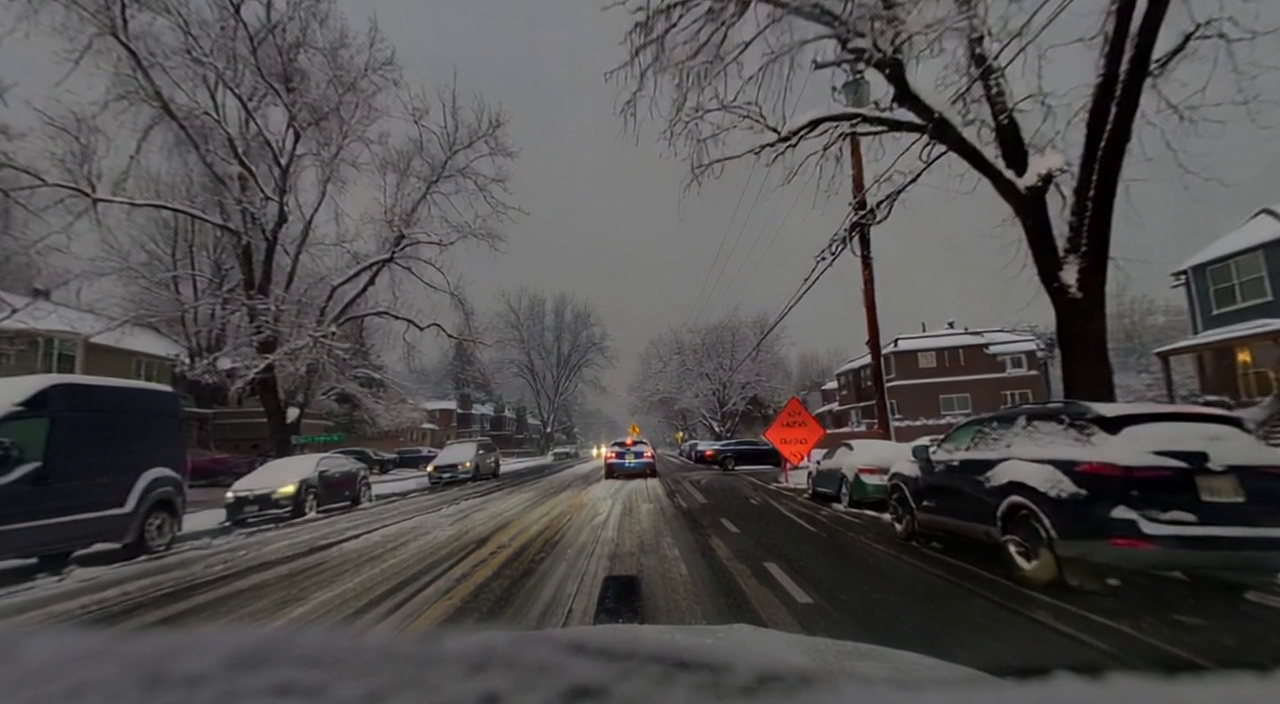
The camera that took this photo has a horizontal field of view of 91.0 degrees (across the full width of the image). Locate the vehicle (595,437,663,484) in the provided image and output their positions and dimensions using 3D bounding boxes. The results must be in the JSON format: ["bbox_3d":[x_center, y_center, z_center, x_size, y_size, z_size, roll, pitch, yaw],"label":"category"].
[{"bbox_3d":[-0.317,3.767,22.130,2.151,1.481,4.084,0,-8,1],"label":"vehicle"}]

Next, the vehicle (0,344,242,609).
[{"bbox_3d":[-7.618,1.450,7.676,2.526,2.631,4.228,0,-8,2],"label":"vehicle"}]

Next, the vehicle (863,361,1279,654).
[{"bbox_3d":[4.818,1.461,7.228,2.279,1.946,5.925,0,-8,-1],"label":"vehicle"}]

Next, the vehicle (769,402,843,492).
[{"bbox_3d":[5.200,3.007,20.008,1.409,2.648,2.645,0,-9,-4],"label":"vehicle"}]

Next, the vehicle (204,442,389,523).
[{"bbox_3d":[-8.062,3.056,15.389,2.036,1.676,4.440,0,-8,-1],"label":"vehicle"}]

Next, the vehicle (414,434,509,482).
[{"bbox_3d":[-8.222,4.960,29.789,2.659,2.047,6.014,0,-8,0],"label":"vehicle"}]

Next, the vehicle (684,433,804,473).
[{"bbox_3d":[5.192,5.005,31.443,5.503,1.853,2.218,-3,-9,21],"label":"vehicle"}]
